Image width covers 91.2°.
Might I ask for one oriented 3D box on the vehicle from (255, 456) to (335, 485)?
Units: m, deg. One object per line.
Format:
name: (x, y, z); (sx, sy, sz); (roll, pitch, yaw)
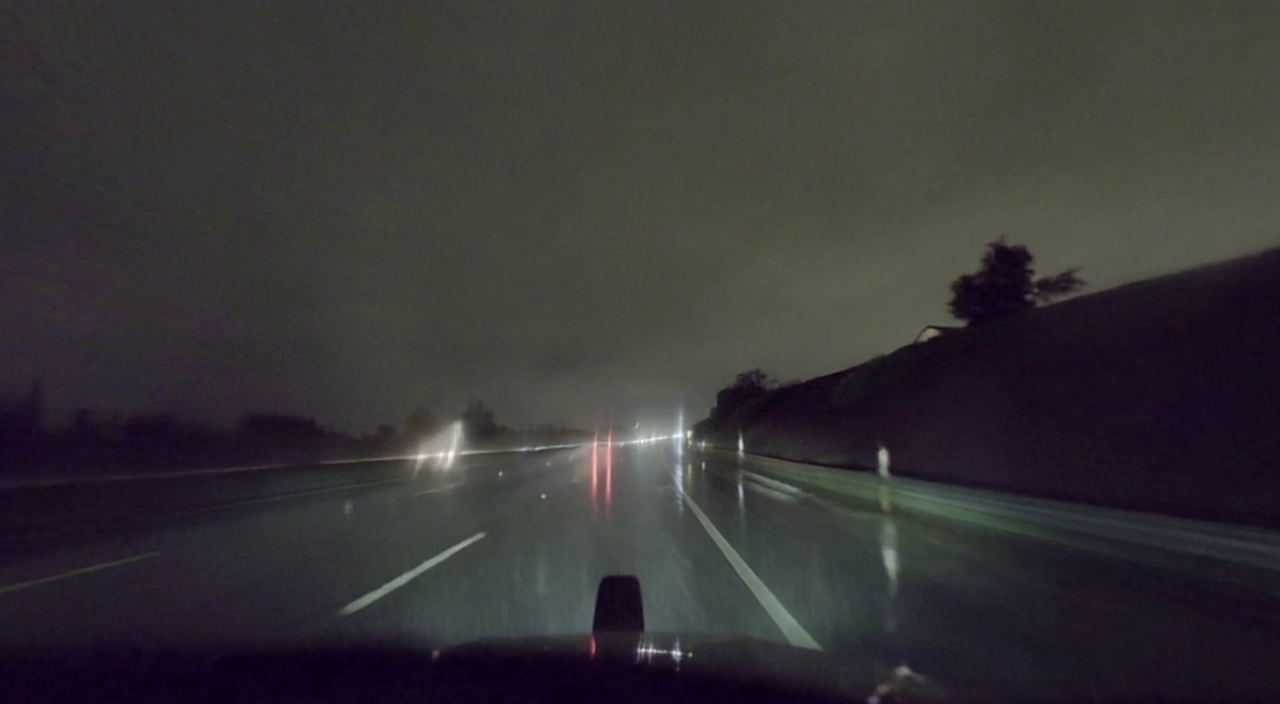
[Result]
vehicle: (-19.950, 6.844, 36.494); (1.961, 1.536, 4.595); (-1, -9, 1)
